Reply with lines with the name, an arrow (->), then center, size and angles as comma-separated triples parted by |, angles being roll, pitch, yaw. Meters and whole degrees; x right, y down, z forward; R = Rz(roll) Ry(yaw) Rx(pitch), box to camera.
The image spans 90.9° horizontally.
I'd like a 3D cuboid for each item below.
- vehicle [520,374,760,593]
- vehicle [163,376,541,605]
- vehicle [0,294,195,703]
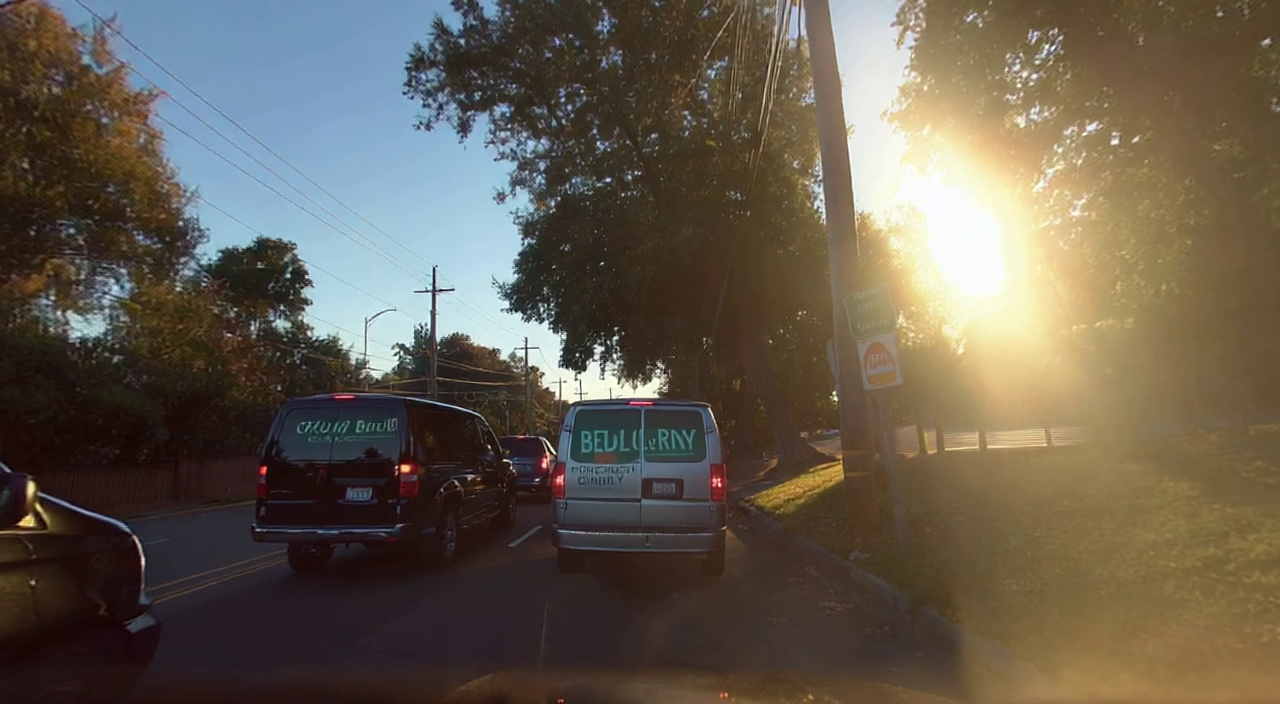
vehicle -> 0.107, 1.461, 7.690 | 2.117, 1.911, 4.095 | -1, -8, 3
vehicle -> -2.755, 1.481, 7.618 | 2.109, 1.851, 4.749 | -1, -8, 3
vehicle -> -3.125, 0.473, 0.237 | 2.160, 1.796, 4.997 | 0, -8, 1
